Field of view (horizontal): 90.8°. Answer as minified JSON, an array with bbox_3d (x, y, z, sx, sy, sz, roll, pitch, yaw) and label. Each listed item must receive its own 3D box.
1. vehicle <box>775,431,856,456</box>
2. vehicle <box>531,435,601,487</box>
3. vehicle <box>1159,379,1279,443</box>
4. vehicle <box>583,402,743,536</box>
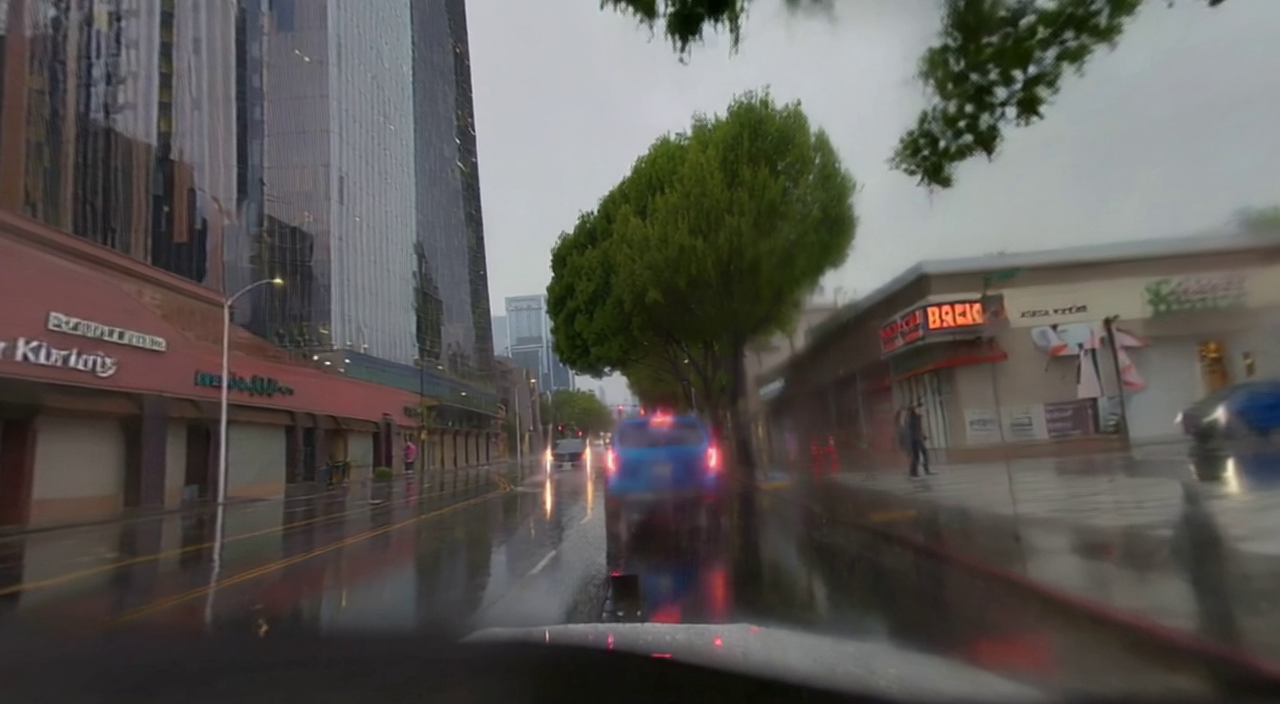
[{"bbox_3d":[10.770,5.649,39.038,4.426,1.490,1.862,-1,-8,3],"label":"vehicle"},{"bbox_3d":[-2.638,3.997,23.453,2.023,1.702,4.152,-1,-8,1],"label":"vehicle"},{"bbox_3d":[16.902,1.588,16.705,4.474,1.583,1.970,-1,-8,2],"label":"vehicle"},{"bbox_3d":[0.354,2.092,11.840,2.352,1.953,4.796,0,-8,0],"label":"vehicle"}]
